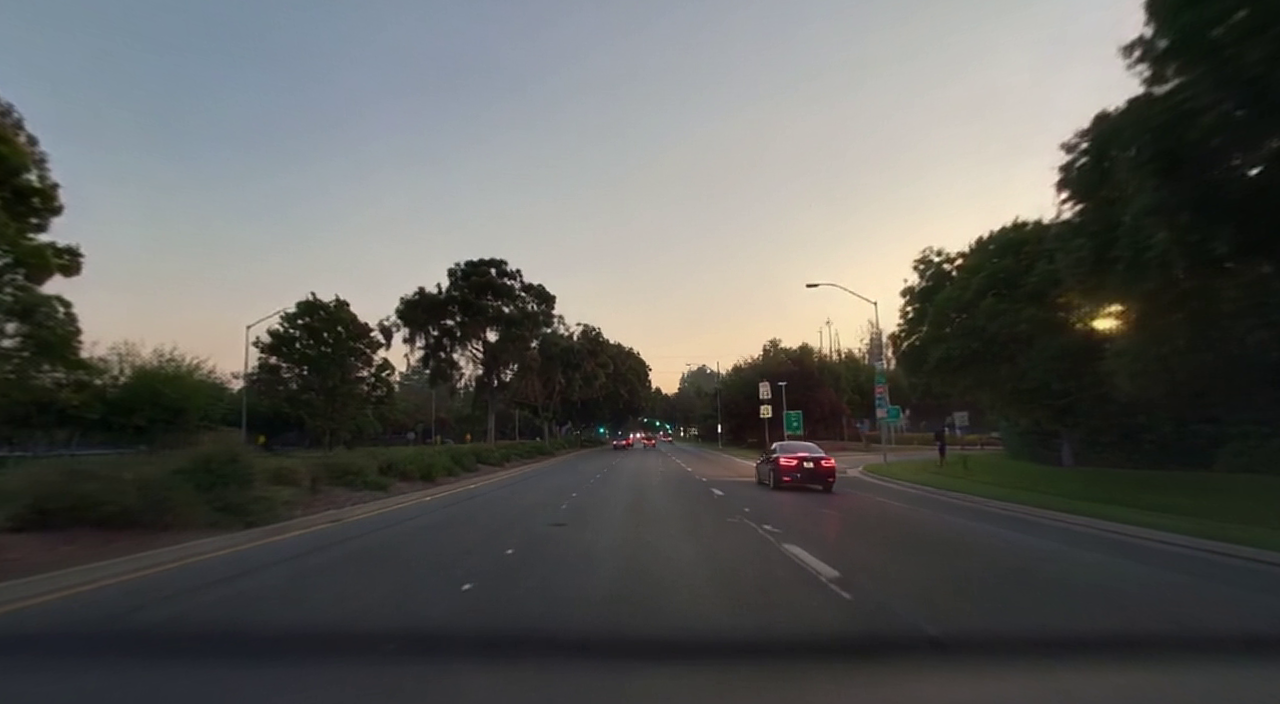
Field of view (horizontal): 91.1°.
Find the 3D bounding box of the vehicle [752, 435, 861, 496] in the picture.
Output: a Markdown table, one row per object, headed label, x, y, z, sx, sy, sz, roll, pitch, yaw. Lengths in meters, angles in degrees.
| label | x | y | z | sx | sy | sz | roll | pitch | yaw |
| --- | --- | --- | --- | --- | --- | --- | --- | --- | --- |
| vehicle | 4.647 | 3.230 | 18.221 | 1.913 | 1.516 | 4.322 | 0 | -9 | -1 |
